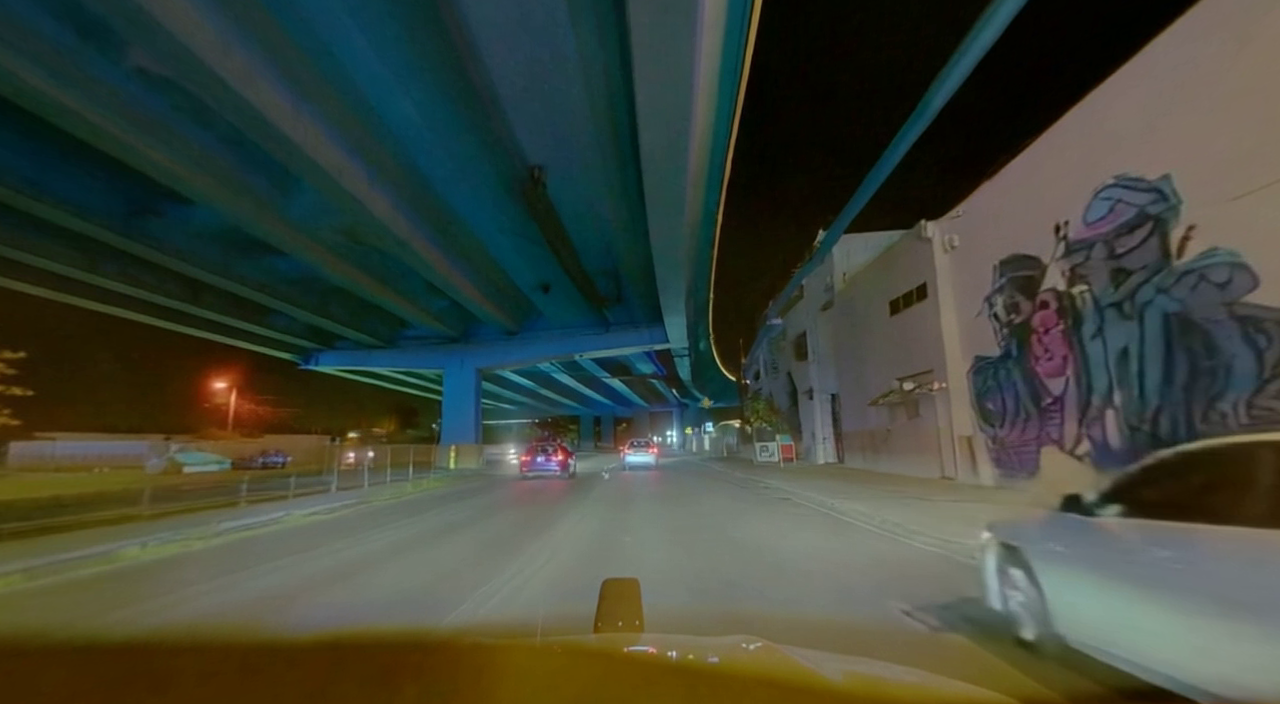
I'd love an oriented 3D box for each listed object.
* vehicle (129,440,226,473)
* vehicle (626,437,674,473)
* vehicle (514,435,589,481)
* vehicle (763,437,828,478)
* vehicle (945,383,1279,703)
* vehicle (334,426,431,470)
[{"bbox_3d":[-28.034,6.337,38.530,2.174,1.824,4.764,1,-8,1],"label":"vehicle"},{"bbox_3d":[0.497,4.882,30.090,2.155,1.571,3.734,0,-8,1],"label":"vehicle"},{"bbox_3d":[-3.157,3.920,23.581,2.024,1.533,4.549,0,-8,2],"label":"vehicle"},{"bbox_3d":[6.578,4.495,27.162,2.023,1.627,3.971,0,-8,3],"label":"vehicle"},{"bbox_3d":[3.338,0.942,2.442,2.090,1.575,4.690,0,-8,2],"label":"vehicle"},{"bbox_3d":[-16.815,6.339,41.855,3.082,2.608,6.994,-1,-8,4],"label":"vehicle"}]
